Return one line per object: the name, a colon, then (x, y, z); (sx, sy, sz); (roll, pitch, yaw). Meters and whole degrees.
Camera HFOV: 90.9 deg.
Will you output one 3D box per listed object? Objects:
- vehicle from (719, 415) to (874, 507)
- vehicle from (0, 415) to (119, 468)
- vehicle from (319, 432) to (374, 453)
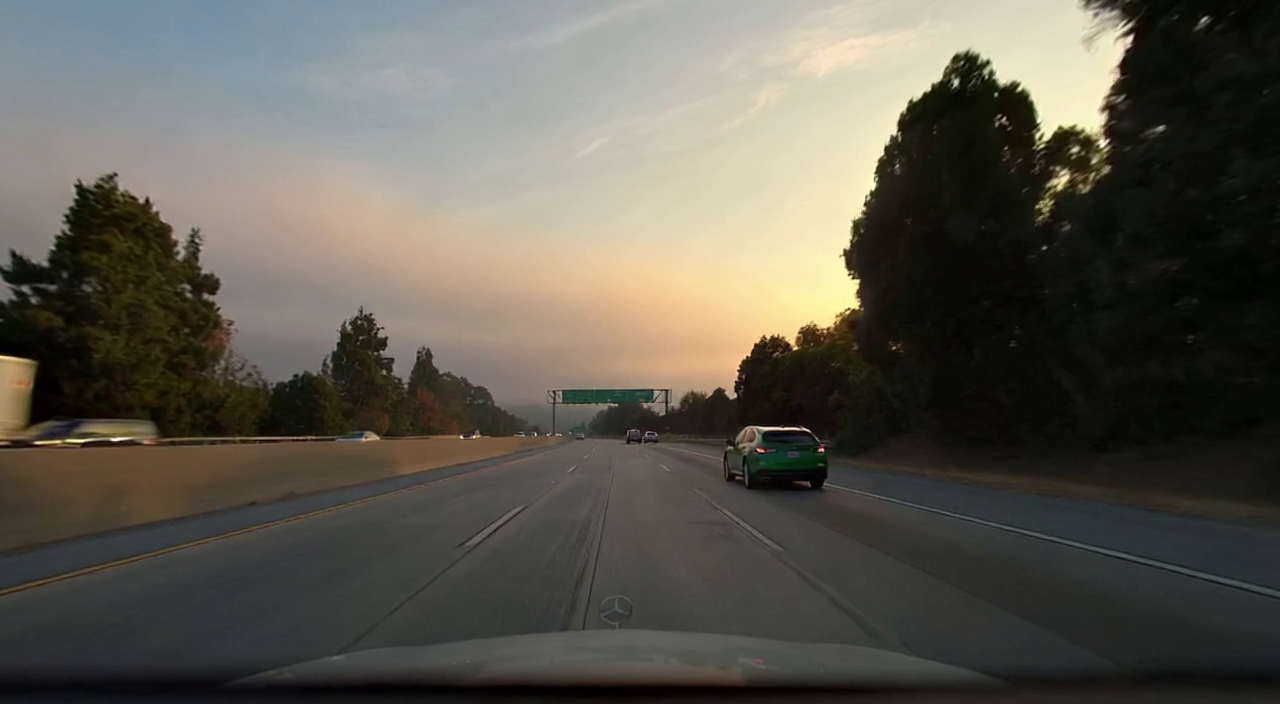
vehicle: (3.126, 2.286, 13.668); (2.107, 1.642, 4.331); (0, -8, -2)
vehicle: (-20.138, 2.980, 20.926); (1.880, 1.575, 4.514); (0, -8, -2)
vehicle: (-21.488, 6.648, 46.268); (1.908, 1.466, 4.672); (0, -8, -2)
